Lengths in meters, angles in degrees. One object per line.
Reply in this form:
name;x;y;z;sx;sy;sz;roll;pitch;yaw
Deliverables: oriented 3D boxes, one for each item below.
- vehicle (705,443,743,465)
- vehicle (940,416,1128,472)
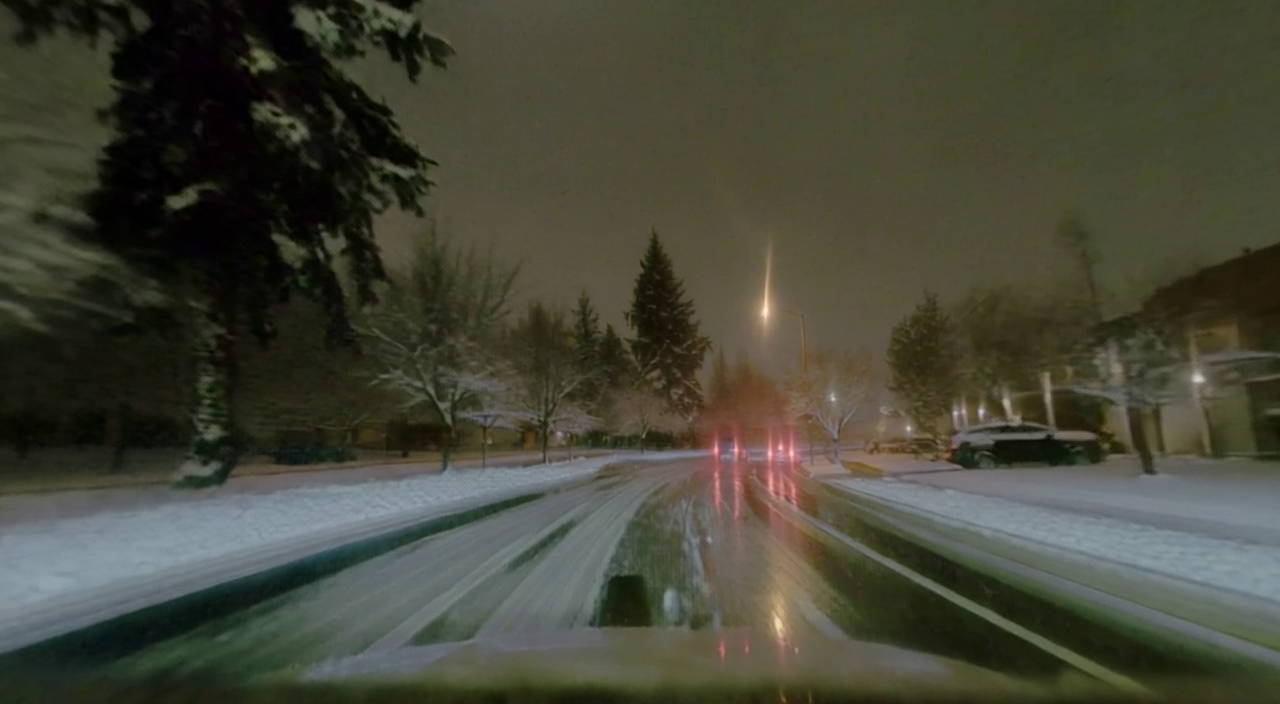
vehicle;5.903;7.099;43.994;2.050;1.456;4.003;-2;-9;15
vehicle;13.515;3.222;21.995;4.999;1.791;2.177;-2;-9;11
